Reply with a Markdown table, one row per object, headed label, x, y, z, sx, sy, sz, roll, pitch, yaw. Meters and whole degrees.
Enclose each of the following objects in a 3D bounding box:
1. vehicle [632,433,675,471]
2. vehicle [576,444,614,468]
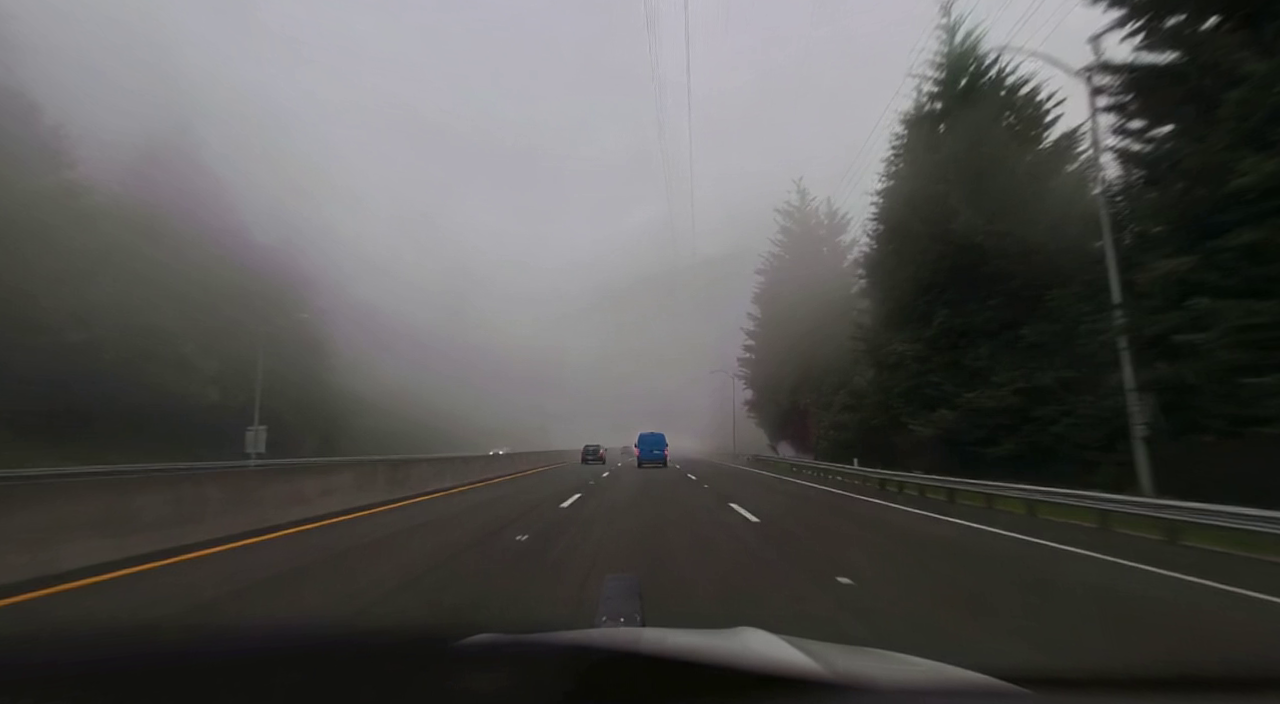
| label | x | y | z | sx | sy | sz | roll | pitch | yaw |
| --- | --- | --- | --- | --- | --- | --- | --- | --- | --- |
| vehicle | 0.783 | 5.687 | 35.856 | 2.261 | 1.969 | 5.104 | 0 | -9 | 2 |
| vehicle | -2.849 | 6.685 | 40.635 | 1.996 | 1.433 | 4.316 | 0 | -9 | 2 |
